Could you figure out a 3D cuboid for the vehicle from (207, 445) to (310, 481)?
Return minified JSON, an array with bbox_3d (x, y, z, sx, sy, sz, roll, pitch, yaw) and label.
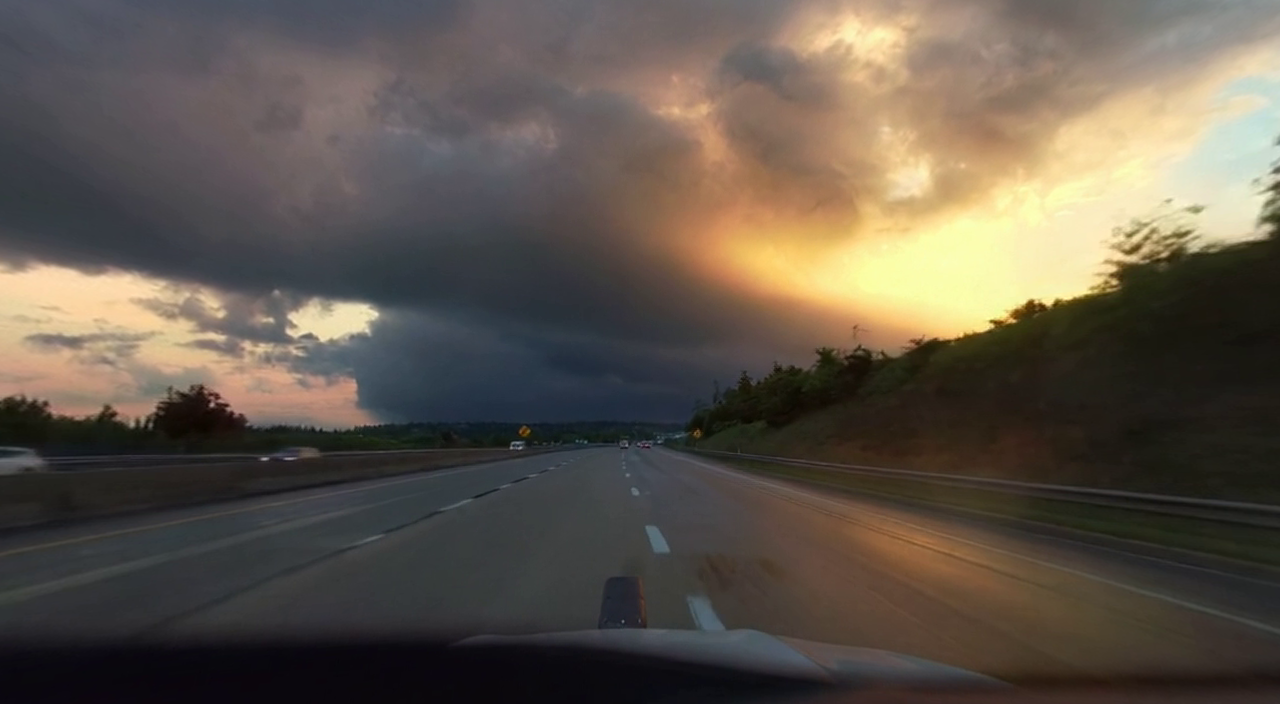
[{"bbox_3d":[-16.006,4.667,26.733,1.847,1.416,4.254,0,-9,-3],"label":"vehicle"}]
